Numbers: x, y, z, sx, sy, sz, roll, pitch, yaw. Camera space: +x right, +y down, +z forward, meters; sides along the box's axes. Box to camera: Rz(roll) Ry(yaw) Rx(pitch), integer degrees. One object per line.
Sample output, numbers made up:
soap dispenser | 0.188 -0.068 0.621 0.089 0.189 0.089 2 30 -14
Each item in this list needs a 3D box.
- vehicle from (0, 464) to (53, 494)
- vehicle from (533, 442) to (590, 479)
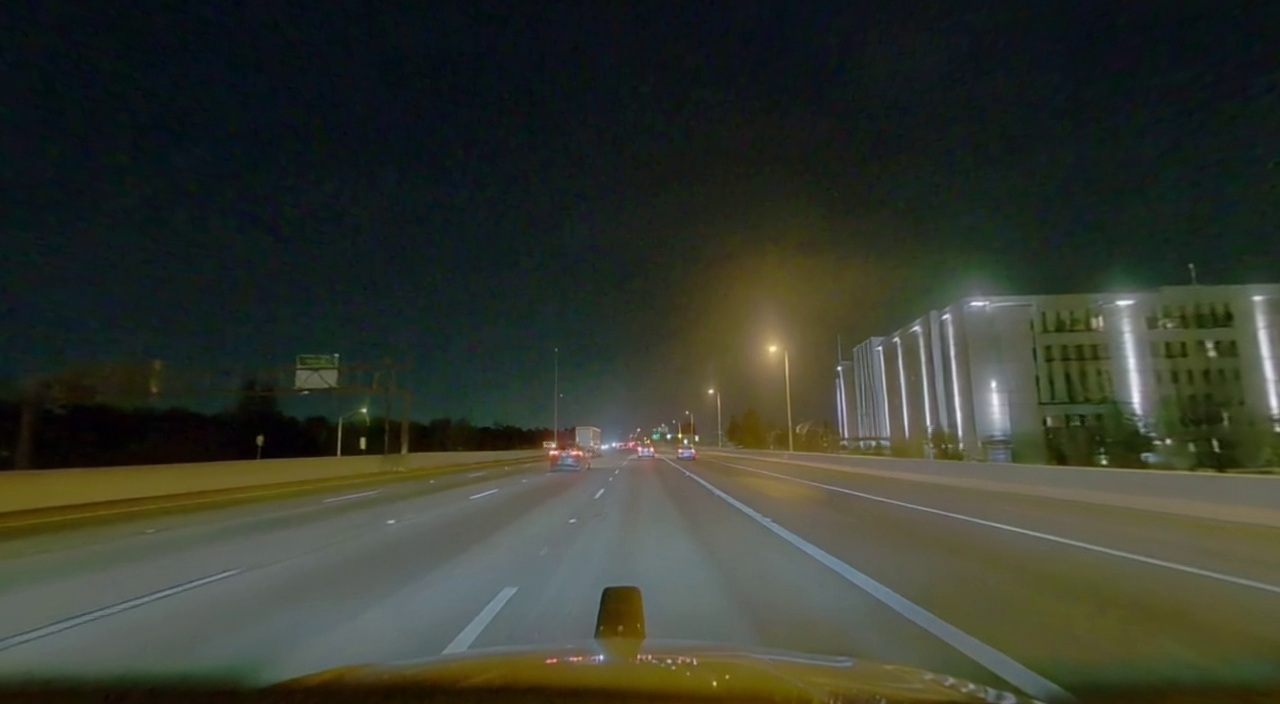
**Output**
vehicle | -34.503 6.870 34.128 1.657 1.479 3.767 0 -9 1
vehicle | -3.678 5.184 30.386 2.195 1.630 4.336 0 -9 0
